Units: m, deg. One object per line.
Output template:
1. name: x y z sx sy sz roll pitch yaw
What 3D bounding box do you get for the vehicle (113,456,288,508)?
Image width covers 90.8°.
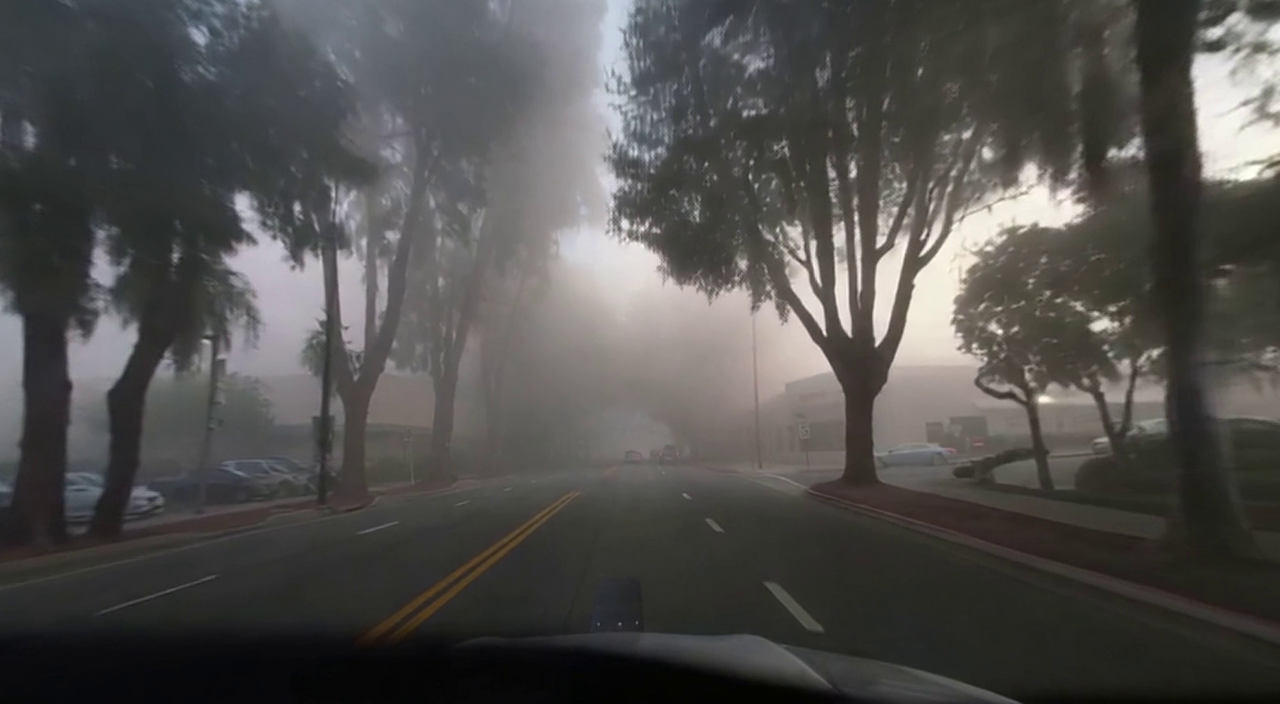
1. vehicle: -15.297 4.522 22.192 4.579 1.701 2.033 -1 -9 1

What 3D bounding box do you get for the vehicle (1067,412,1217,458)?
1. vehicle: 25.034 4.191 31.665 5.444 1.901 2.250 -3 -9 0

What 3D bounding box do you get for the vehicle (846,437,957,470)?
1. vehicle: 12.130 4.750 29.584 4.404 1.445 1.844 -2 -9 8
